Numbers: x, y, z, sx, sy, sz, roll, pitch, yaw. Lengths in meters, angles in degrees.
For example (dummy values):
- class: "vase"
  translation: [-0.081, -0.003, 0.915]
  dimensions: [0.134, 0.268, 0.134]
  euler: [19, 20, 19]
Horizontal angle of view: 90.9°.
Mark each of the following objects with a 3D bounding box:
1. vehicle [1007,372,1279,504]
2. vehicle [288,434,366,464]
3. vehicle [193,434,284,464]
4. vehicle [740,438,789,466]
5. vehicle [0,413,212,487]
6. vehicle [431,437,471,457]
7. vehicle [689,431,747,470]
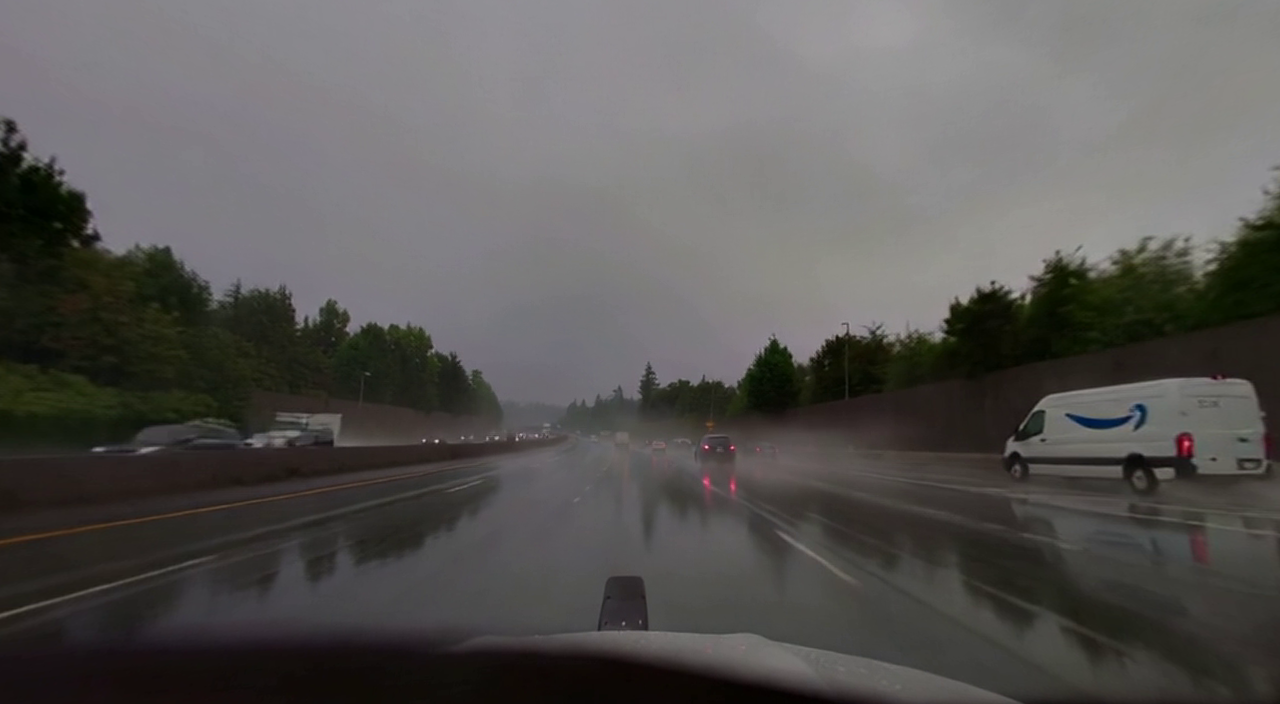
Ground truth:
- class: "vehicle"
  translation: [13.171, 2.338, 16.892]
  dimensions: [2.274, 2.802, 6.802]
  euler: [0, -9, -3]
- class: "vehicle"
  translation: [-17.323, 5.393, 35.189]
  dimensions: [1.973, 1.505, 4.796]
  euler: [0, -9, -1]
- class: "vehicle"
  translation: [-21.691, 5.263, 34.323]
  dimensions: [1.883, 1.491, 4.682]
  euler: [0, -9, -1]
- class: "vehicle"
  translation: [7.051, 5.716, 36.073]
  dimensions: [1.798, 1.473, 4.077]
  euler: [0, -9, -2]
- class: "vehicle"
  translation: [-13.297, 2.422, 15.661]
  dimensions: [2.170, 1.567, 4.506]
  euler: [0, -9, 0]
- class: "vehicle"
  translation: [-14.806, 7.475, 49.664]
  dimensions: [1.859, 1.472, 4.558]
  euler: [0, -9, -1]
- class: "vehicle"
  translation: [3.731, 4.825, 30.958]
  dimensions: [2.141, 1.732, 4.279]
  euler: [0, -9, -2]
